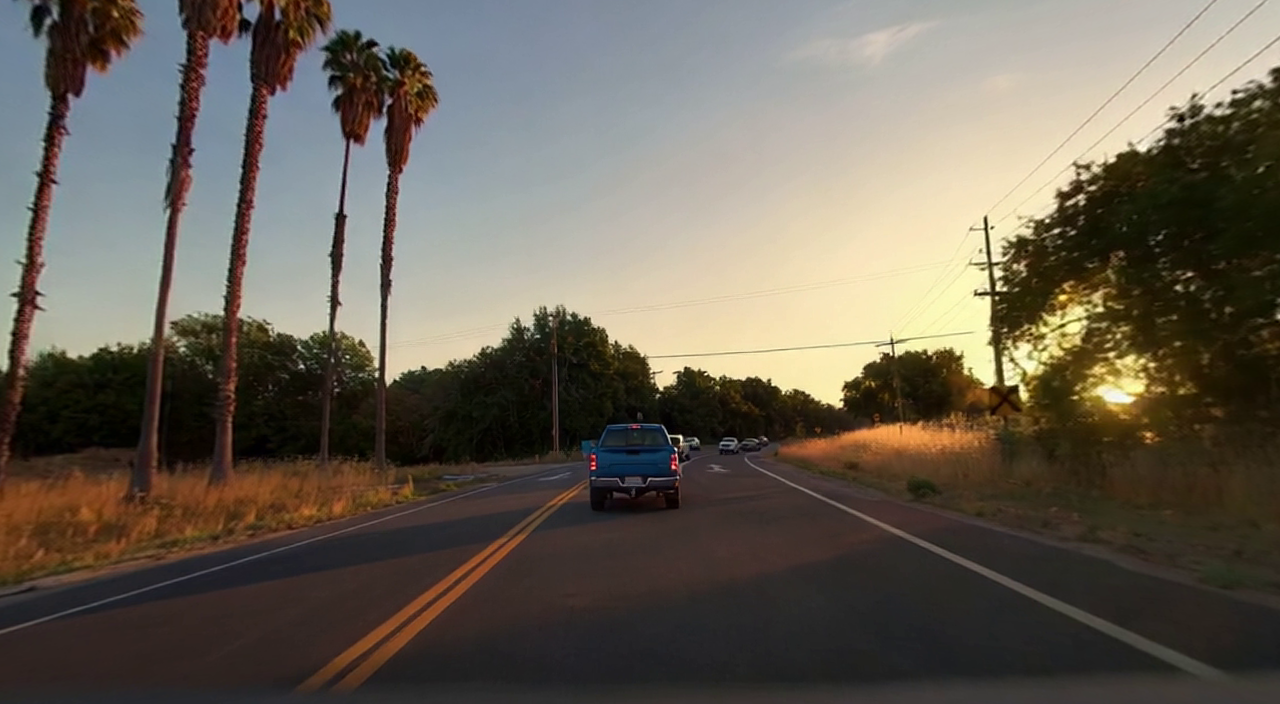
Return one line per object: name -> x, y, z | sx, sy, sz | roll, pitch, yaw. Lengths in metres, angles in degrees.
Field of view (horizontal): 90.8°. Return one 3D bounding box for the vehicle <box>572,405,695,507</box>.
vehicle -> -0.158, 2.716, 16.871 | 2.693, 2.223, 5.885 | 0, -8, 0
